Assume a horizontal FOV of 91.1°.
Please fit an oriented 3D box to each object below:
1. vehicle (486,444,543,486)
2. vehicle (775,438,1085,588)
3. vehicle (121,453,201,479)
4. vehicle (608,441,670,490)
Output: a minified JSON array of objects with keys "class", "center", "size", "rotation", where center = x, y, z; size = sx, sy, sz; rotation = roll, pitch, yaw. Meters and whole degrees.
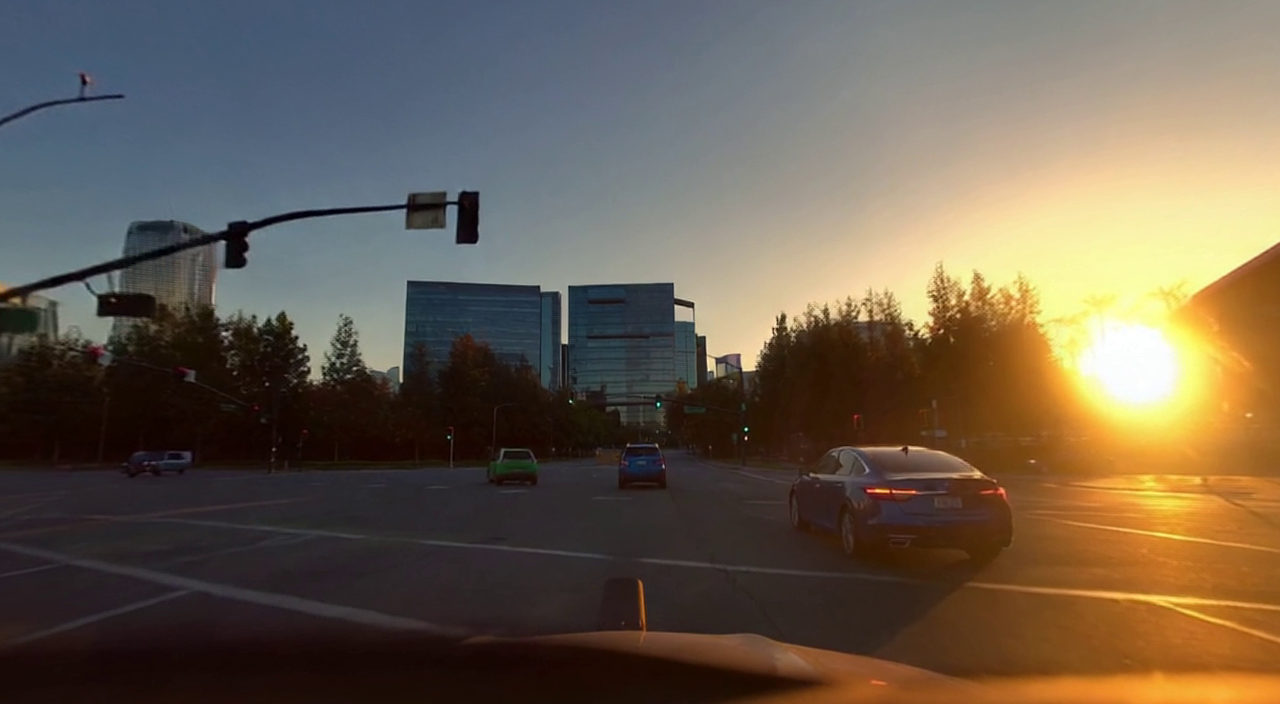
[{"class":"vehicle","center":[-5.477,4.803,26.994],"size":[1.987,1.633,4.005],"rotation":[2,-9,-17]},{"class":"vehicle","center":[3.377,1.941,8.562],"size":[2.056,1.468,4.520],"rotation":[0,-8,0]},{"class":"vehicle","center":[-31.458,7.446,41.220],"size":[4.422,1.605,1.955],"rotation":[-3,-9,20]},{"class":"vehicle","center":[-0.033,4.190,23.552],"size":[2.108,1.654,4.235],"rotation":[0,-8,0]}]
